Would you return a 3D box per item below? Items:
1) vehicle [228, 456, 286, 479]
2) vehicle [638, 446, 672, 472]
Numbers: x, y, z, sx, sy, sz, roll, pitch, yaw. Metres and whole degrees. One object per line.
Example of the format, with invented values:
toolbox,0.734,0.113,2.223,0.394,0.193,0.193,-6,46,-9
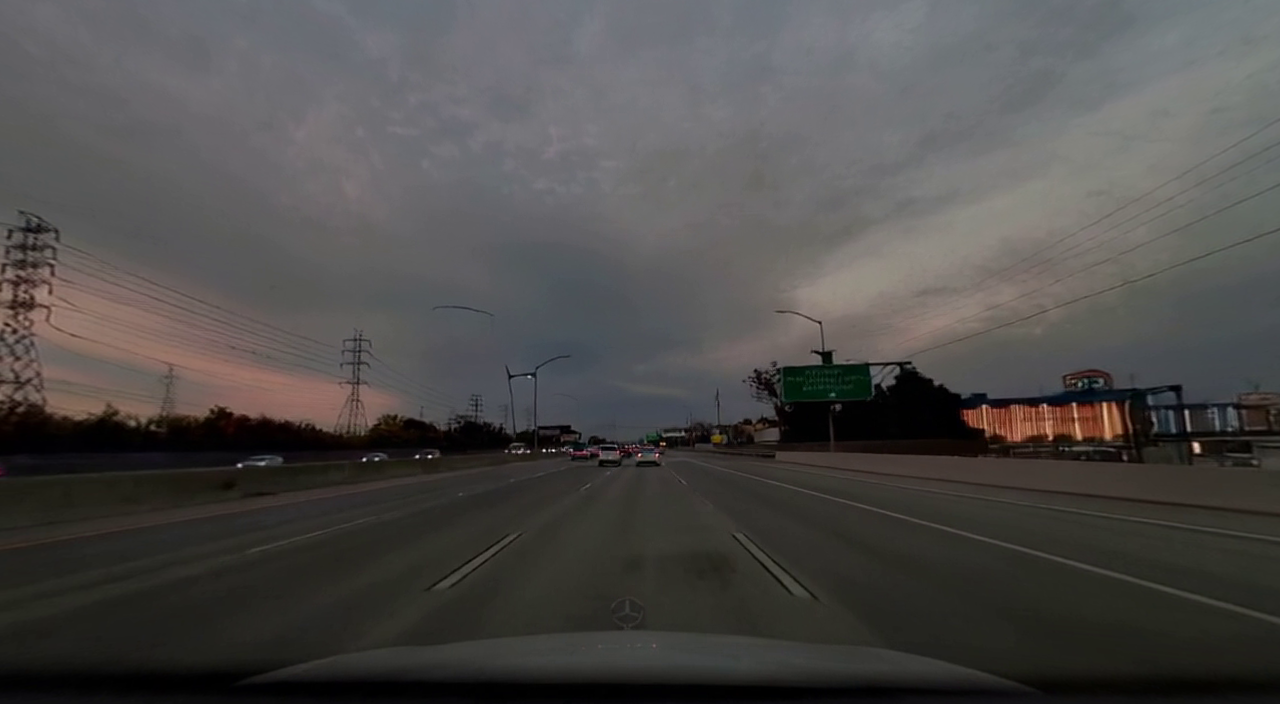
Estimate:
vehicle,-23.721,7.141,39.147,1.460,1.329,3.273,0,-8,1
vehicle,0.835,6.396,37.991,1.891,1.444,3.968,0,-8,-1
